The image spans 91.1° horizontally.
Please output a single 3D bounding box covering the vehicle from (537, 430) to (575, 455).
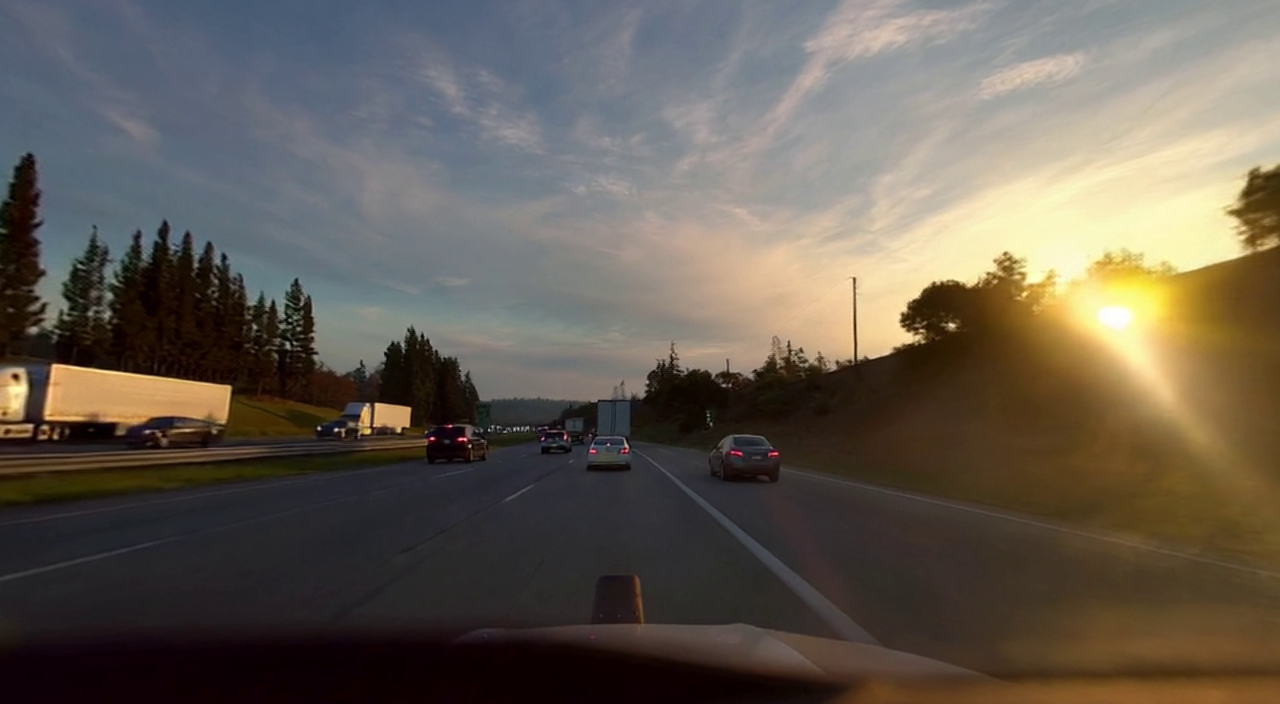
[{"bbox_3d":[-5.342,5.818,40.508,2.046,1.493,4.384,0,-8,-2],"label":"vehicle"}]

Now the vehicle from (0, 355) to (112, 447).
[{"bbox_3d":[-28.237,2.392,28.999,2.908,3.868,5.411,1,-8,-3],"label":"vehicle"}]

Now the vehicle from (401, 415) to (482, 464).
[{"bbox_3d":[-8.713,3.883,28.048,2.158,1.943,4.662,0,-8,-1],"label":"vehicle"}]

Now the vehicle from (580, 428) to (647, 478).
[{"bbox_3d":[-0.861,3.251,20.632,1.980,1.478,3.758,0,-8,-2],"label":"vehicle"}]

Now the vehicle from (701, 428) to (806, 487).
[{"bbox_3d":[3.107,2.978,18.233,1.981,1.474,4.396,0,-8,-4],"label":"vehicle"}]

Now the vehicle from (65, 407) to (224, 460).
[{"bbox_3d":[-15.543,2.615,20.052,1.903,1.506,3.980,0,-8,-2],"label":"vehicle"}]

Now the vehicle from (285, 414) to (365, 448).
[{"bbox_3d":[-15.786,4.009,31.766,1.993,1.617,4.277,0,-8,-3],"label":"vehicle"}]

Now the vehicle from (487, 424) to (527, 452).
[{"bbox_3d":[-9.453,6.153,44.977,1.992,1.838,4.493,0,-8,-2],"label":"vehicle"}]
